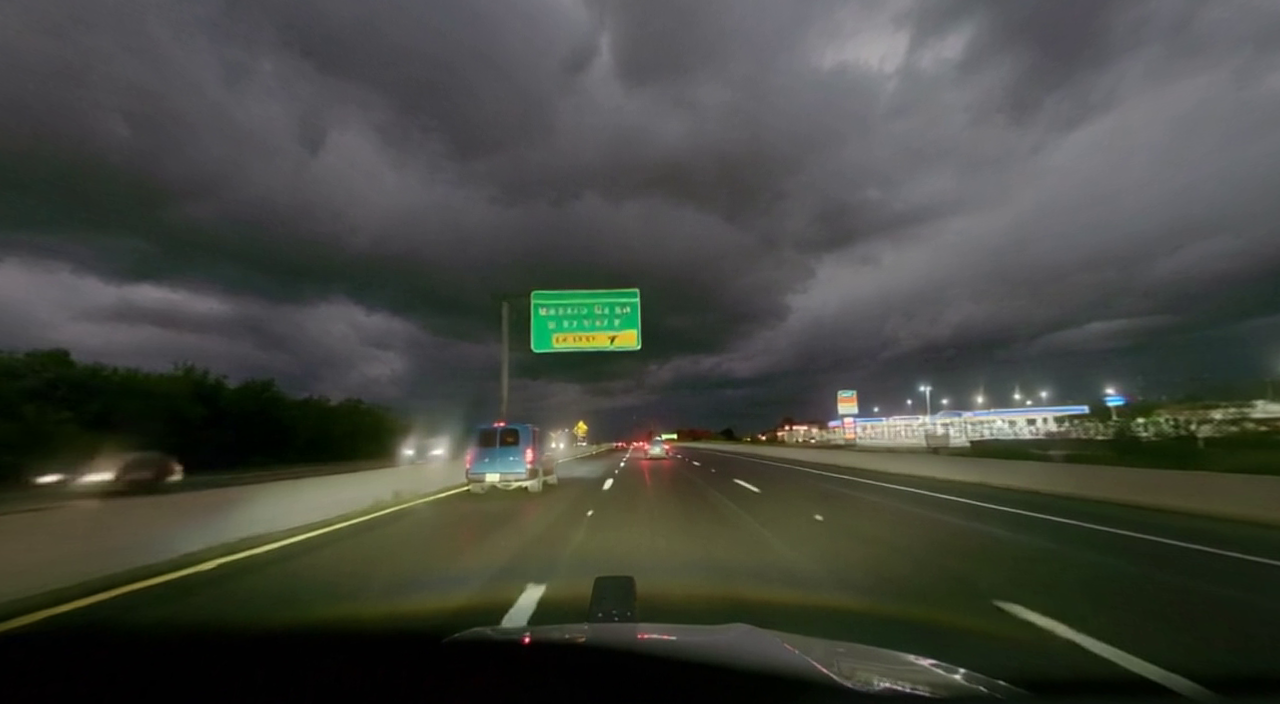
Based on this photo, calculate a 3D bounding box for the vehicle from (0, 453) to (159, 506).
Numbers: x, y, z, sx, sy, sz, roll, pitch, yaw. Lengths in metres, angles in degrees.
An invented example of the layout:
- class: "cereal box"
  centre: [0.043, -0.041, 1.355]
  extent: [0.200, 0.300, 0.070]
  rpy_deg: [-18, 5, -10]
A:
- class: "vehicle"
  centre: [-19.090, 4.283, 21.569]
  extent: [2.015, 1.482, 4.116]
  rpy_deg: [0, -8, 0]

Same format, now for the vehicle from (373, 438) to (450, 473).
- class: "vehicle"
  centre: [-10.935, 4.976, 30.595]
  extent: [1.991, 1.545, 4.735]
  rpy_deg: [0, -8, 0]

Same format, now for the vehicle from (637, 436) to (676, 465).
- class: "vehicle"
  centre: [0.908, 5.821, 37.551]
  extent: [2.151, 1.550, 4.694]
  rpy_deg: [0, -8, -1]

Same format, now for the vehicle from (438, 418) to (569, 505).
- class: "vehicle"
  centre: [-3.010, 2.504, 14.974]
  extent: [2.061, 1.732, 4.457]
  rpy_deg: [0, -8, 1]
